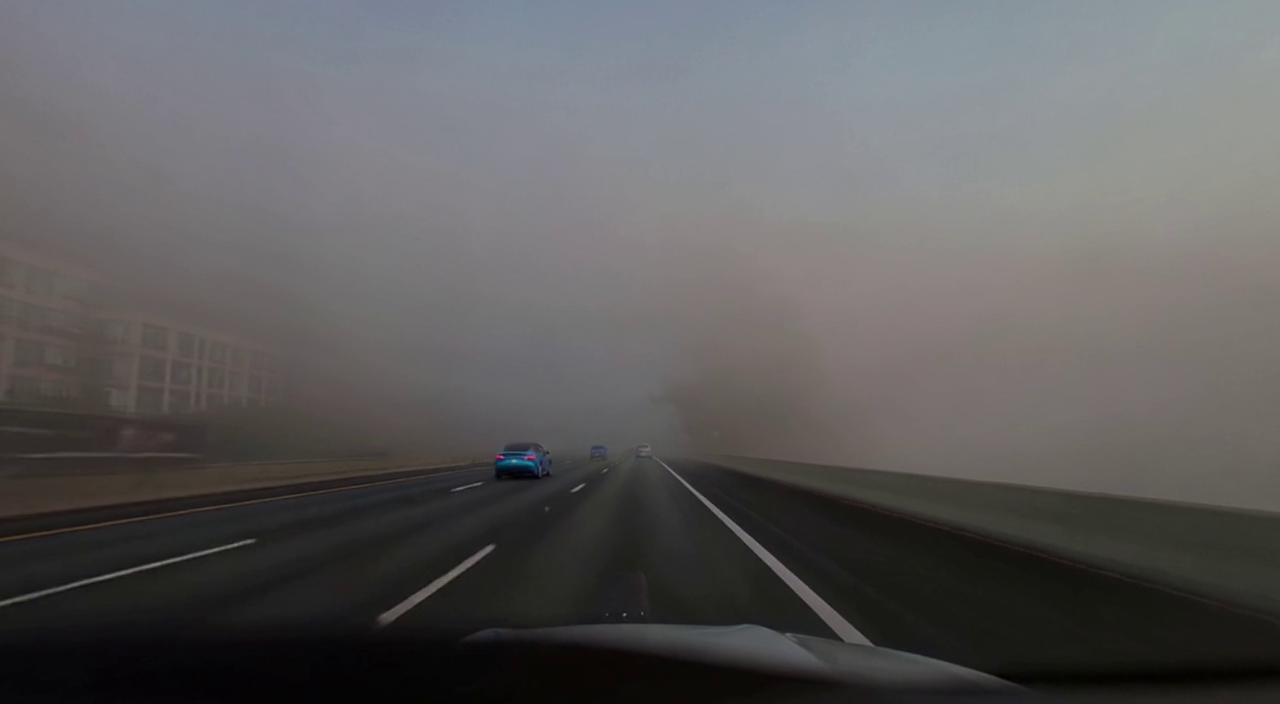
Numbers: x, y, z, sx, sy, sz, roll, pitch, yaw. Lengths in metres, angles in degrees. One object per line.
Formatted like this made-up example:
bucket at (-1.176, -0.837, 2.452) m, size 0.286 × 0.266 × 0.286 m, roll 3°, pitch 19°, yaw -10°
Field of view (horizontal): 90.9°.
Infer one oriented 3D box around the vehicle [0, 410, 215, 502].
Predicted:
vehicle at (-25.336, 4.654, 28.776) m, size 2.750 × 3.392 × 13.071 m, roll 0°, pitch -8°, yaw 0°

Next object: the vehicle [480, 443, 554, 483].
vehicle at (-4.891, 4.454, 25.734) m, size 2.083 × 1.471 × 4.350 m, roll 0°, pitch -8°, yaw 0°
